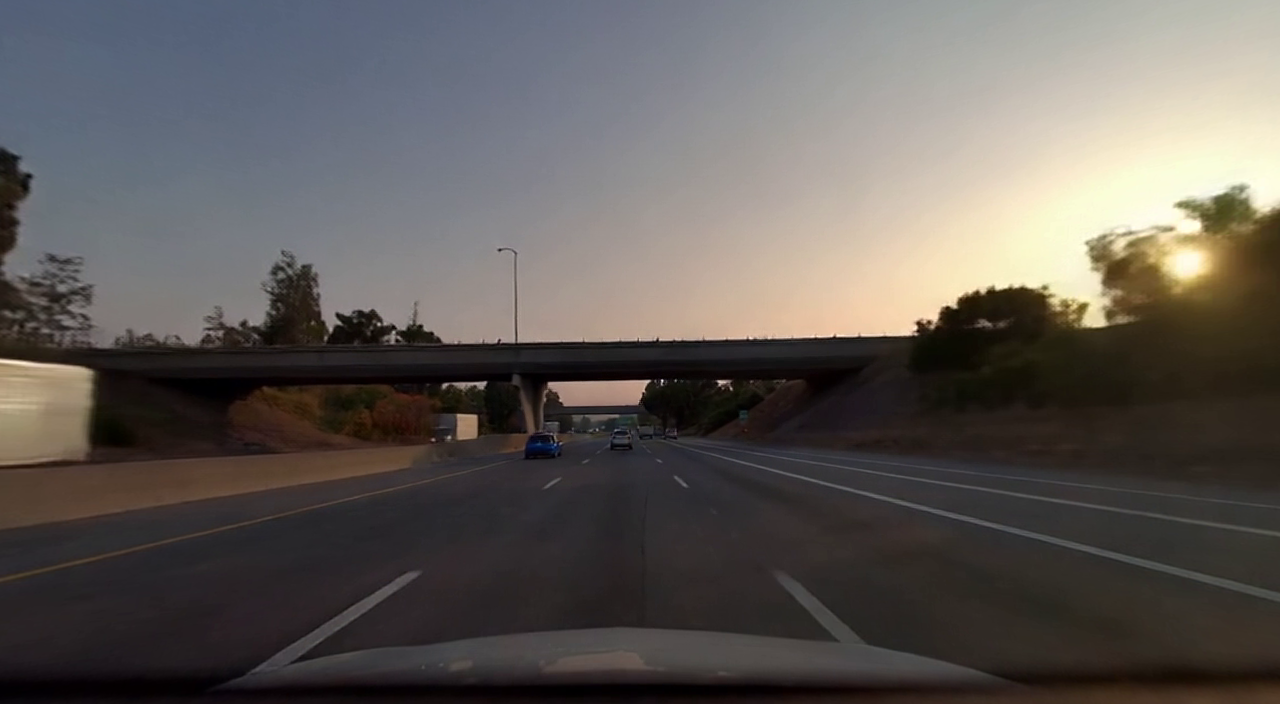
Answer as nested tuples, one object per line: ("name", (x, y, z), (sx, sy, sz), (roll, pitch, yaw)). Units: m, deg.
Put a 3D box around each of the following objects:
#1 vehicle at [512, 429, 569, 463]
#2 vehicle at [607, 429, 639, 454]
("vehicle", (-4.798, 4.606, 30.961), (2.017, 1.537, 4.496), (0, -8, 0))
("vehicle", (-1.120, 6.123, 43.253), (2.116, 1.625, 4.004), (0, -8, 0))
